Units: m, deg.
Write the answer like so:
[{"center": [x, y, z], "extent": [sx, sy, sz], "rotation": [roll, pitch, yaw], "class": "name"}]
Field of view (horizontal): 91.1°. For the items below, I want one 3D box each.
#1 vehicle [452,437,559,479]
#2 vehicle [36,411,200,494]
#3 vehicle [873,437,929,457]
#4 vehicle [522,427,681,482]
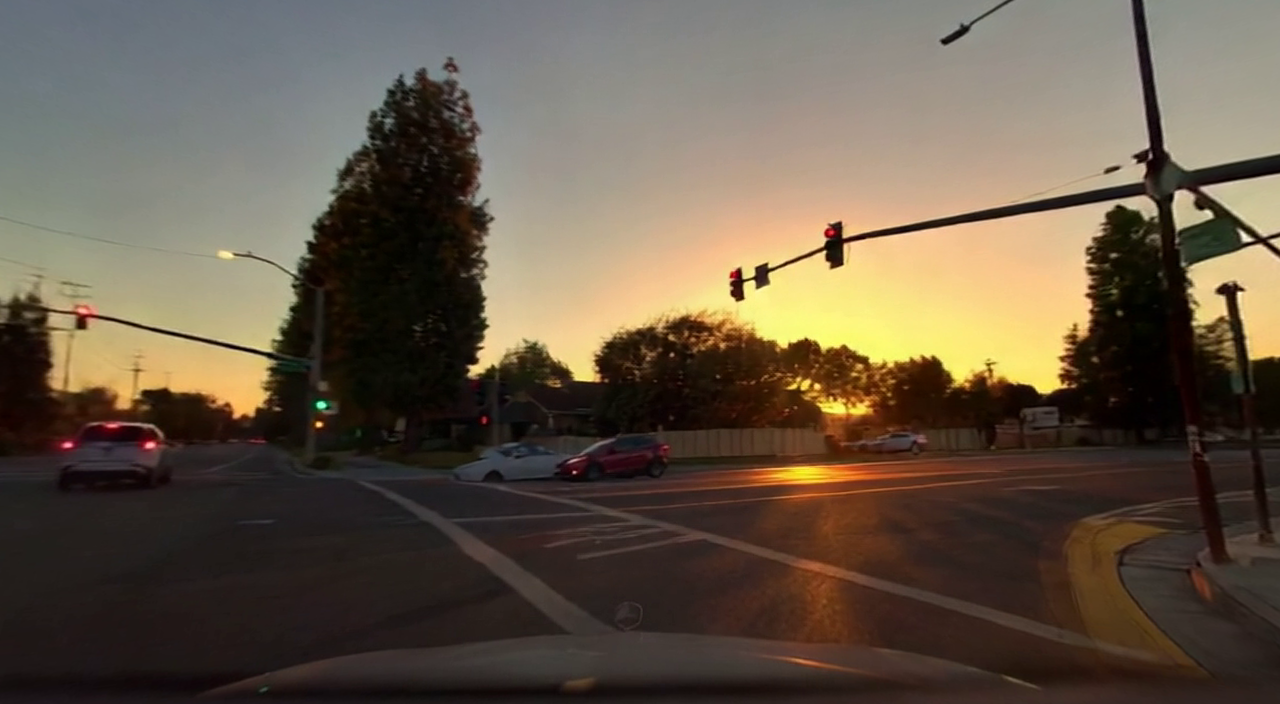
[{"center": [-5.427, 4.237, 25.319], "extent": [3.990, 1.548, 1.780], "rotation": [3, -9, -19], "class": "vehicle"}, {"center": [-13.707, 2.677, 16.902], "extent": [2.300, 1.868, 4.690], "rotation": [4, -10, -27], "class": "vehicle"}, {"center": [19.474, 7.084, 46.831], "extent": [3.805, 1.451, 1.641], "rotation": [4, -10, -26], "class": "vehicle"}, {"center": [-1.305, 3.506, 21.952], "extent": [5.149, 1.725, 1.964], "rotation": [4, -9, -28], "class": "vehicle"}]
